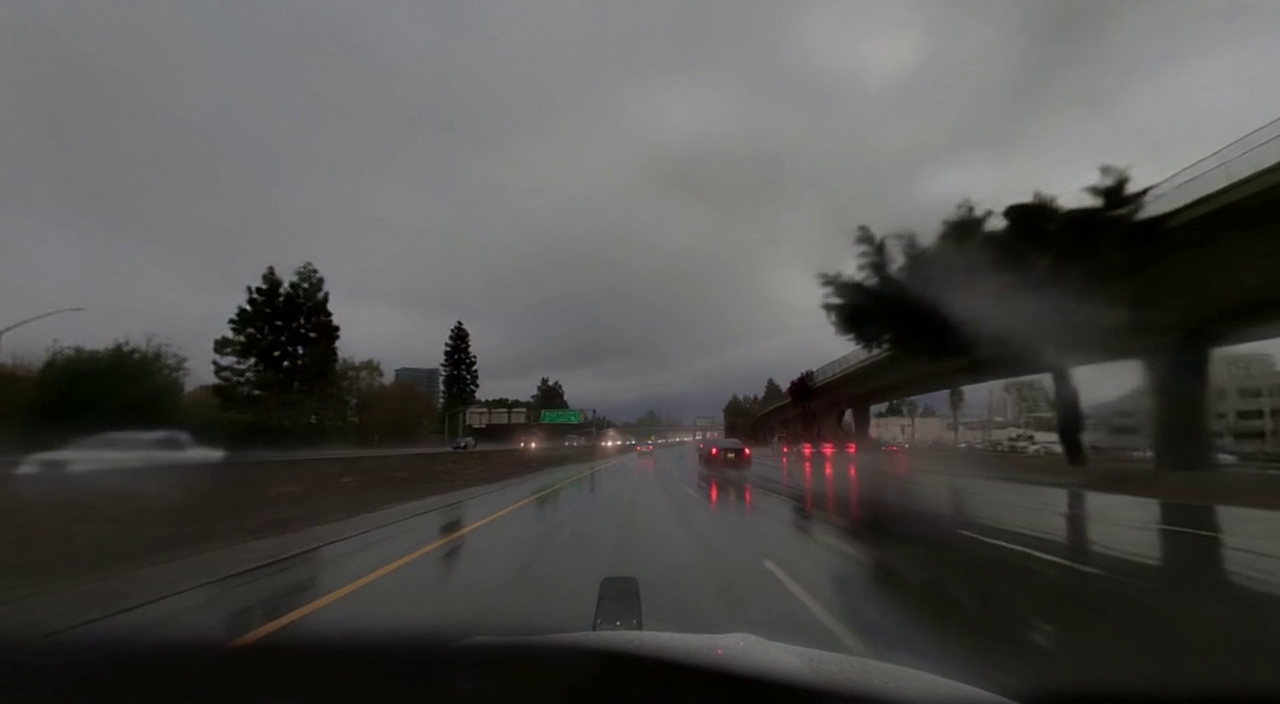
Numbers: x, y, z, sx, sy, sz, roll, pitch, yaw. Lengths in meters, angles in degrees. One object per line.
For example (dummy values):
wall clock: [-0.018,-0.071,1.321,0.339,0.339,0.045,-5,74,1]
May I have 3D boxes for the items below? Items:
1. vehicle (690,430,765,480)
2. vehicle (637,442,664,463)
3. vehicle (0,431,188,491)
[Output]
vehicle: [3.322,4.064,25.150,2.226,1.779,4.835,0,-9,-1]
vehicle: [0.838,7.734,48.709,2.046,1.475,3.784,0,-9,2]
vehicle: [-20.144,3.959,23.316,2.145,1.895,6.330,0,-9,1]
